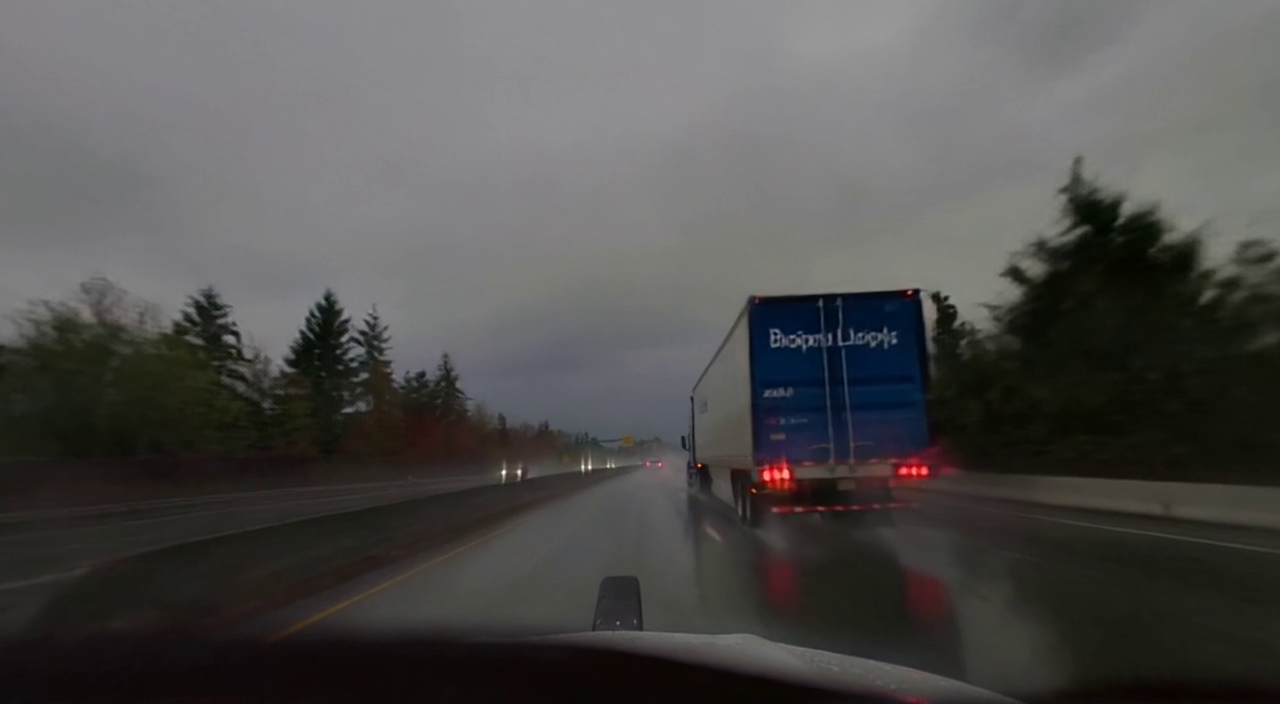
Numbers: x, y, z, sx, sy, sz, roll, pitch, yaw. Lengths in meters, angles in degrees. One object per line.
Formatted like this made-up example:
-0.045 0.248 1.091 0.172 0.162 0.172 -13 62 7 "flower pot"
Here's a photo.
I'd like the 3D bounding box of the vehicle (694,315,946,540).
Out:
3.968 2.693 20.074 3.537 4.071 17.399 -1 -9 2 "vehicle"
